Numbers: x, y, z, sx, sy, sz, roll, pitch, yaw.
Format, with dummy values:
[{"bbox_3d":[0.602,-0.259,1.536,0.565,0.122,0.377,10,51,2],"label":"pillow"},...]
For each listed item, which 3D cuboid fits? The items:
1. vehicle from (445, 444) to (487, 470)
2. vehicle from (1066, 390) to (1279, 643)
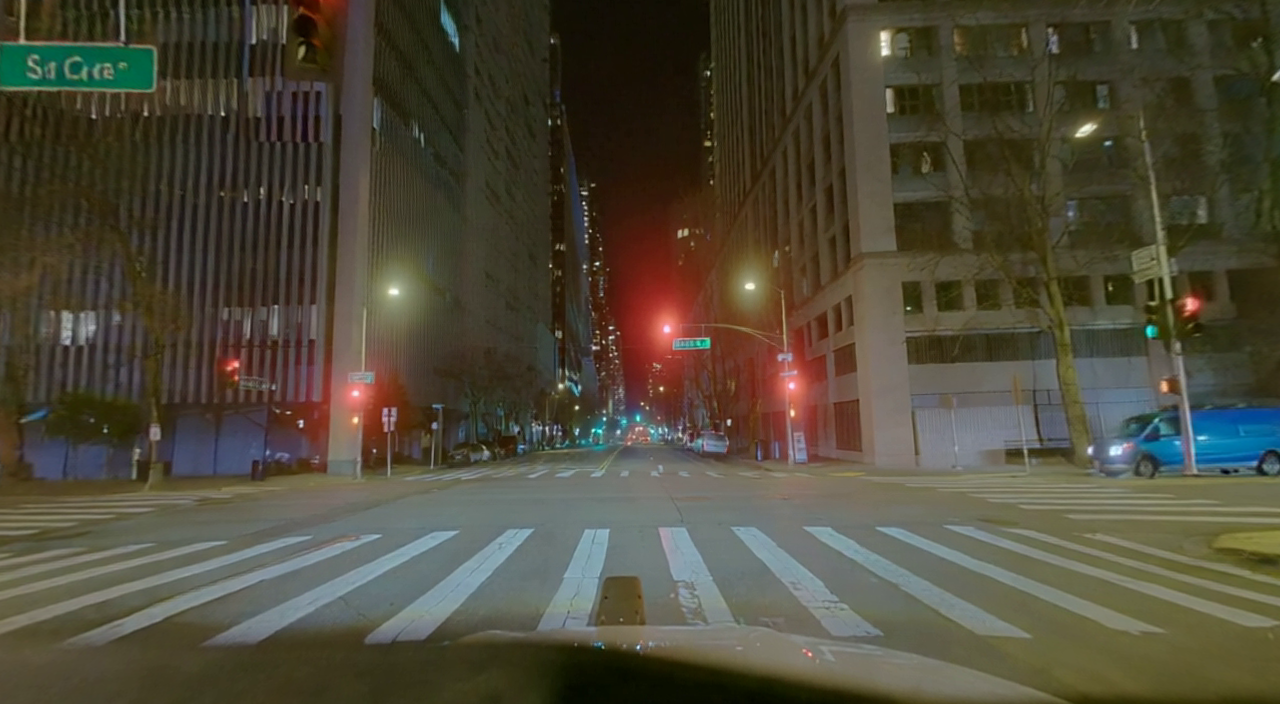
[{"bbox_3d":[-12.438,7.504,45.376,1.935,1.639,4.244,-3,-8,-2],"label":"vehicle"},{"bbox_3d":[5.660,1.137,4.248,2.070,1.804,4.881,0,-8,-1],"label":"vehicle"}]
